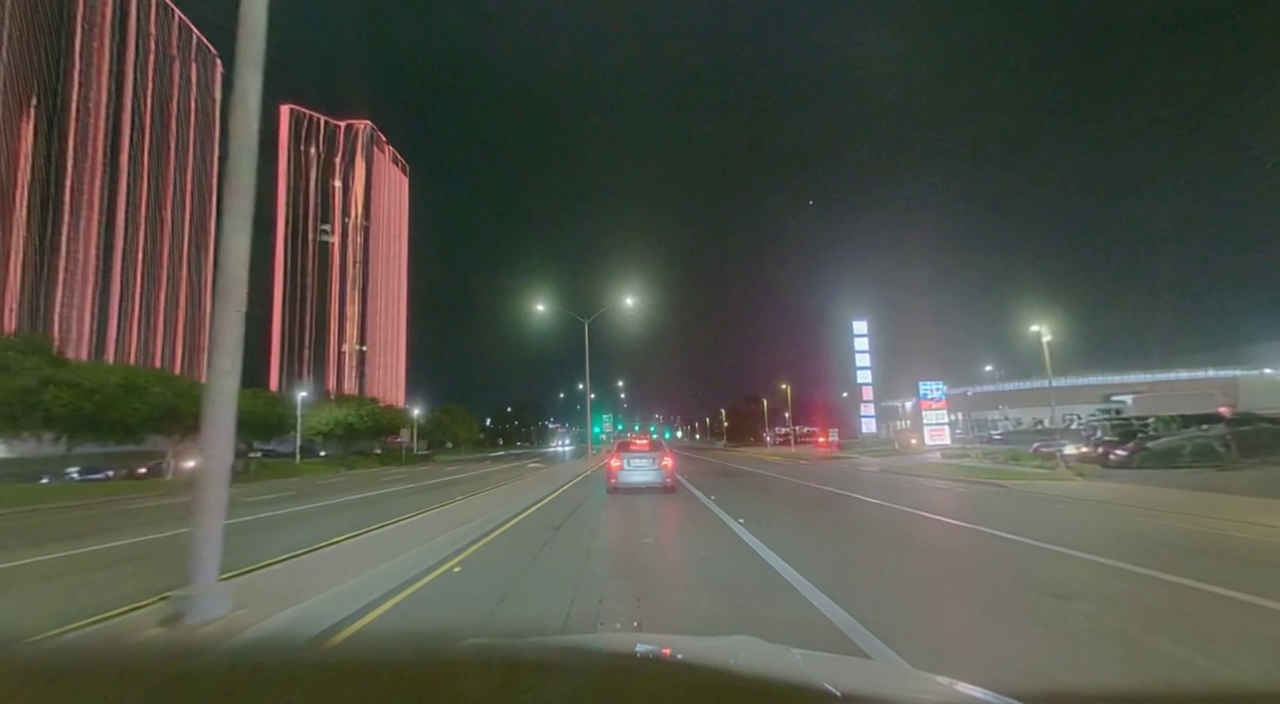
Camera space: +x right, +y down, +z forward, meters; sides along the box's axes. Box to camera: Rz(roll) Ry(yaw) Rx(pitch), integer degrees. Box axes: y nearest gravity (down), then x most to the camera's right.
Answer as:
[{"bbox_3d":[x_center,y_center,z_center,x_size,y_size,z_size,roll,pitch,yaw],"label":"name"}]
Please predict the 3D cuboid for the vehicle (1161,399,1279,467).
[{"bbox_3d":[21.575,3.001,22.837,2.336,2.164,5.796,-3,-9,22],"label":"vehicle"}]

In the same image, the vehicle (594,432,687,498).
[{"bbox_3d":[-0.019,2.867,16.379,2.126,1.475,3.967,0,-8,-1],"label":"vehicle"}]

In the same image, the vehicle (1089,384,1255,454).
[{"bbox_3d":[24.393,3.265,29.315,2.170,2.875,5.941,1,-9,-3],"label":"vehicle"}]

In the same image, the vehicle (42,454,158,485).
[{"bbox_3d":[-27.851,6.046,32.551,4.209,1.497,1.913,0,-9,0],"label":"vehicle"}]

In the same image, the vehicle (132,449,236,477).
[{"bbox_3d":[-27.691,6.760,38.329,4.665,1.578,2.051,0,-7,-3],"label":"vehicle"}]
